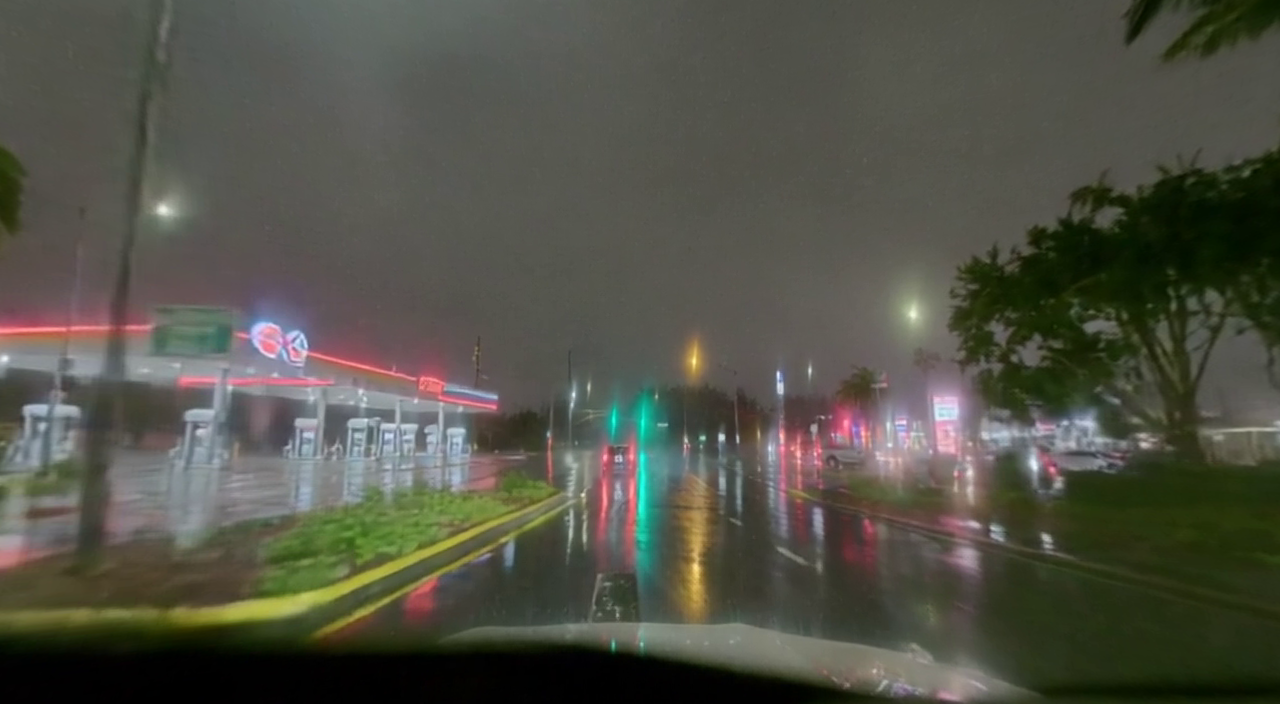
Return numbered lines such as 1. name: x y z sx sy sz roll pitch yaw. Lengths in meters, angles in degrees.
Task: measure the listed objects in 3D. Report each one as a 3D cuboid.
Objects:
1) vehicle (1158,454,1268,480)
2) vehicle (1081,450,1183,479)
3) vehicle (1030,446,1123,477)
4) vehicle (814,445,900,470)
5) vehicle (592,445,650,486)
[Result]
1. vehicle: 33.767 6.787 37.332 4.349 1.460 2.027 0 -10 3
2. vehicle: 29.122 6.661 37.517 4.377 1.633 1.834 0 -9 2
3. vehicle: 27.539 6.896 39.956 4.381 1.892 1.942 0 -9 -1
4. vehicle: 15.147 7.403 44.304 5.317 1.700 1.901 0 -9 1
5. vehicle: -0.897 4.760 26.661 2.073 1.525 4.809 1 -9 -6
